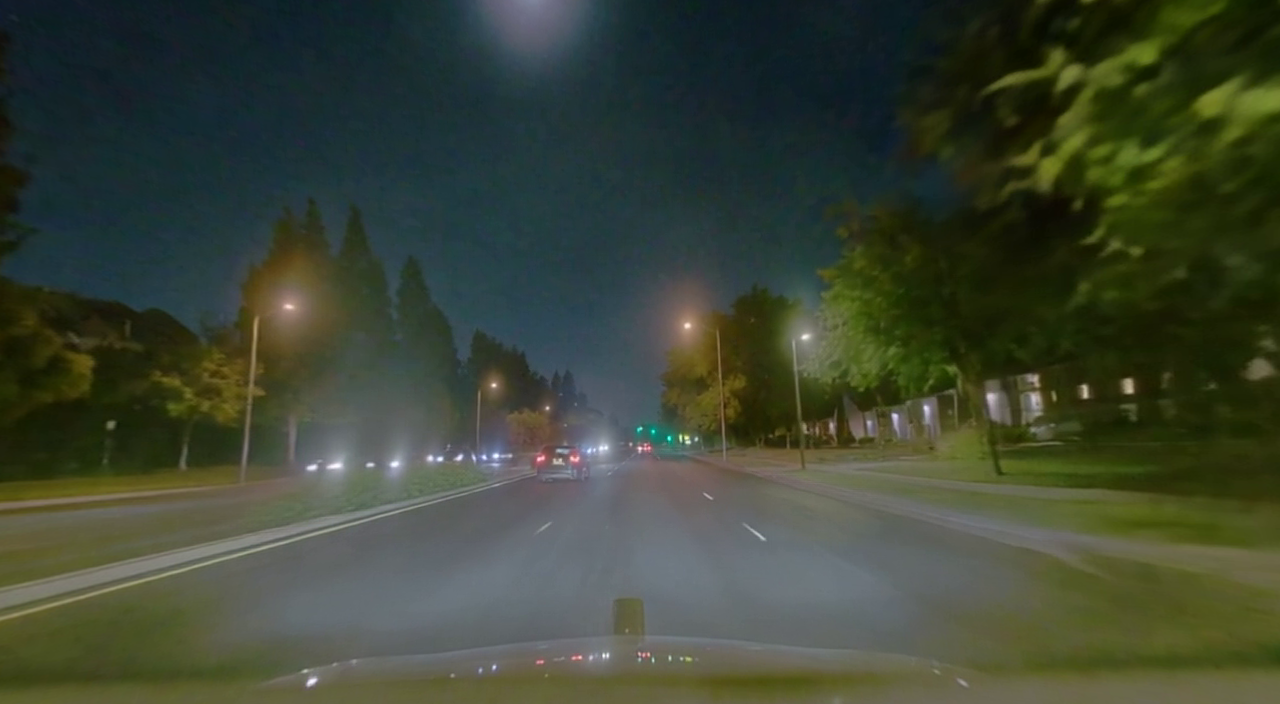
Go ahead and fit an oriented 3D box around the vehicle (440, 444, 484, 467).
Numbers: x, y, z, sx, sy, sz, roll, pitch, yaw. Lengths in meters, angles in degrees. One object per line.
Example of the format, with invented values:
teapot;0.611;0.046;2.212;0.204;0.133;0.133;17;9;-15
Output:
vehicle;-13.847;8.099;49.307;2.059;1.734;4.559;0;-9;1

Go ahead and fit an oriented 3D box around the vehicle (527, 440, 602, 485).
vehicle;-2.733;4.130;23.830;2.106;1.517;4.375;0;-9;2
